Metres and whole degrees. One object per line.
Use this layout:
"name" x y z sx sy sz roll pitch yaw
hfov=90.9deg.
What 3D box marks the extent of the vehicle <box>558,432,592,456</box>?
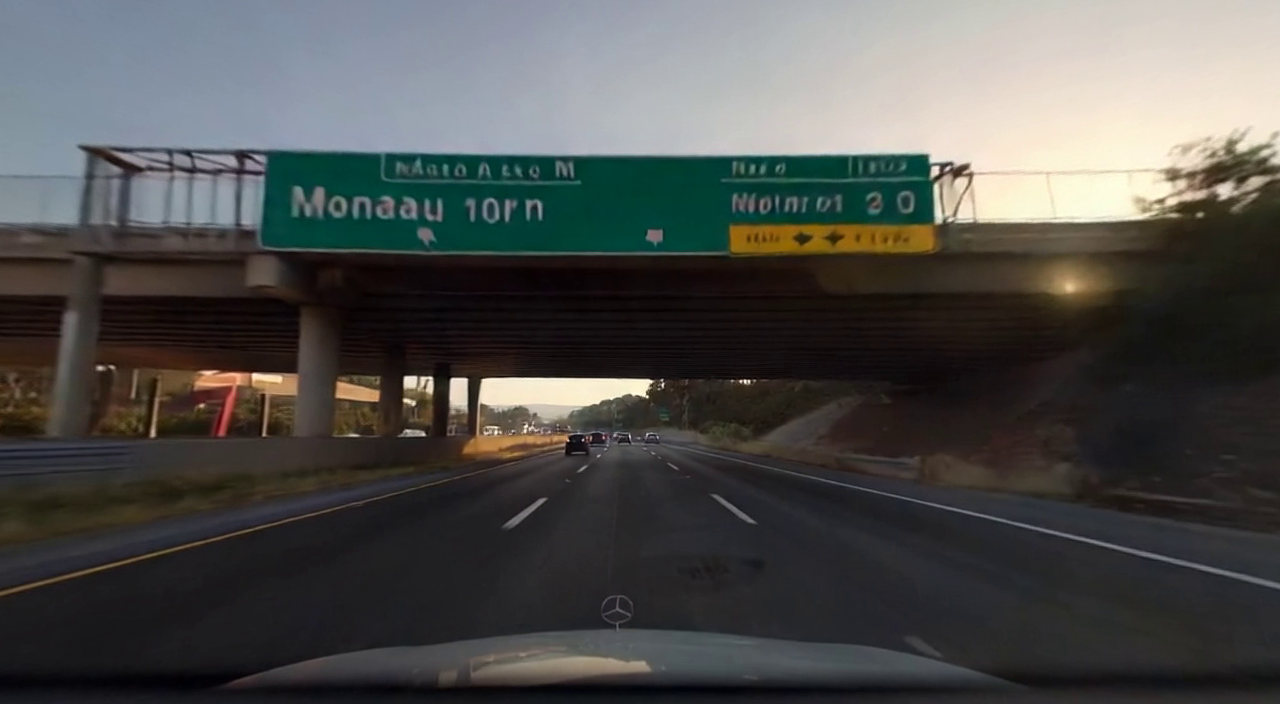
"vehicle" -4.469 6.391 43.908 2.062 1.591 4.156 0 -8 -1
